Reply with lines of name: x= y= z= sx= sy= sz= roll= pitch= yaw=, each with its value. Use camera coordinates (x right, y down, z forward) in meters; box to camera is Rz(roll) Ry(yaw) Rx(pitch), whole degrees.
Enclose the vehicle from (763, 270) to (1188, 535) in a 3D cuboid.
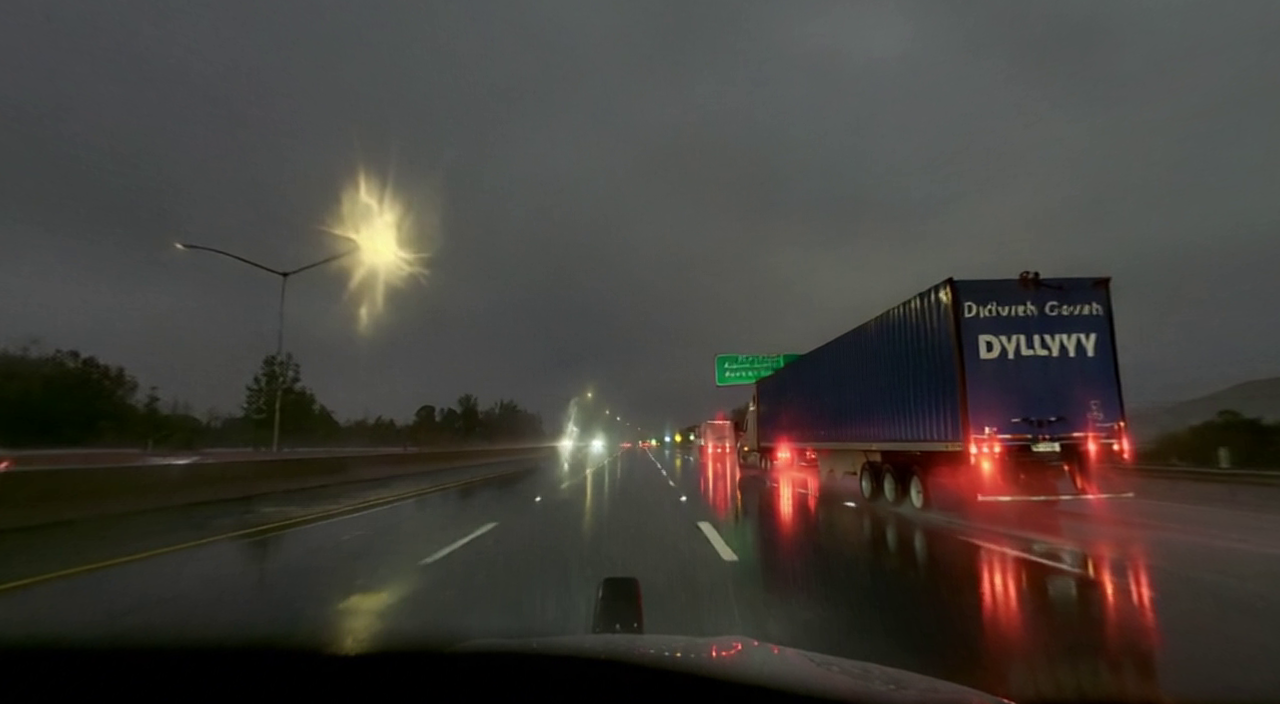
vehicle: x=6.476 y=1.872 z=17.454 sx=2.962 sy=3.947 sz=16.241 roll=0 pitch=-8 yaw=0
